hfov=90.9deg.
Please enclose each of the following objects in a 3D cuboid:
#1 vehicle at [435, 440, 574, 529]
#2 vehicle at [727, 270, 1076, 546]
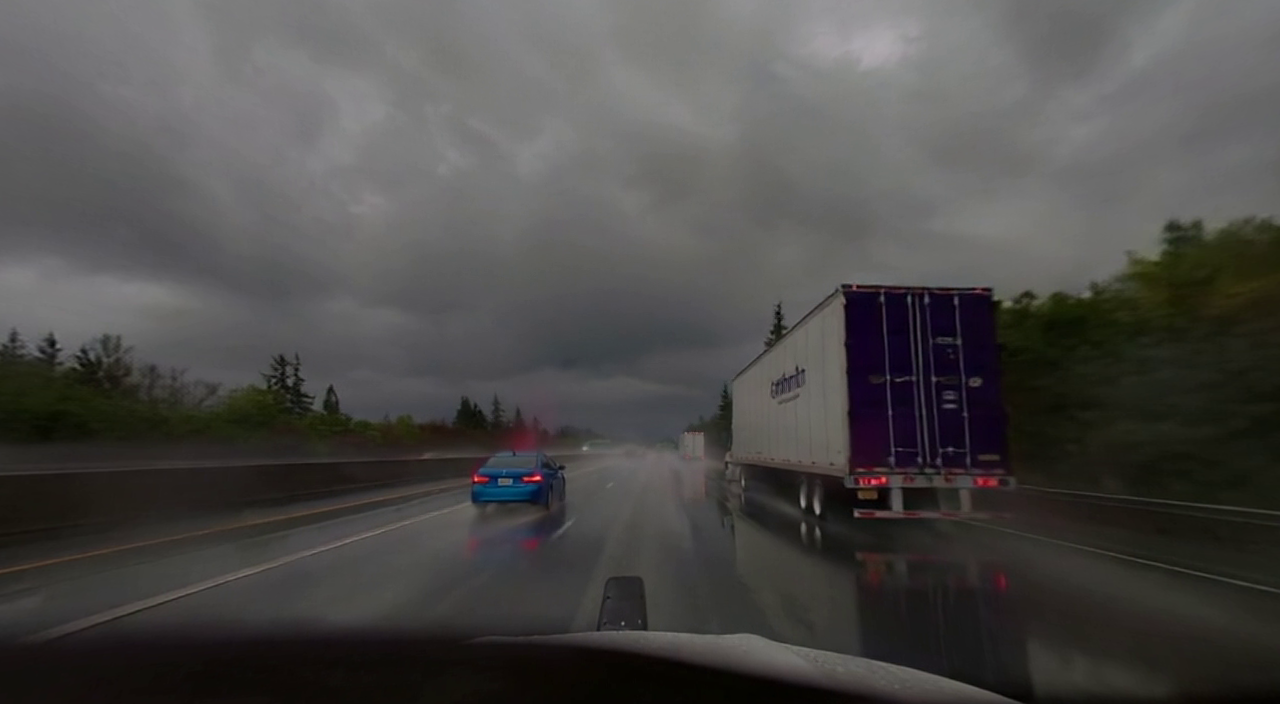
[{"bbox_3d":[-2.654,2.718,13.509,1.960,1.579,4.384,0,-9,0],"label":"vehicle"},{"bbox_3d":[4.612,1.801,15.838,2.858,3.952,13.731,0,-9,0],"label":"vehicle"}]
